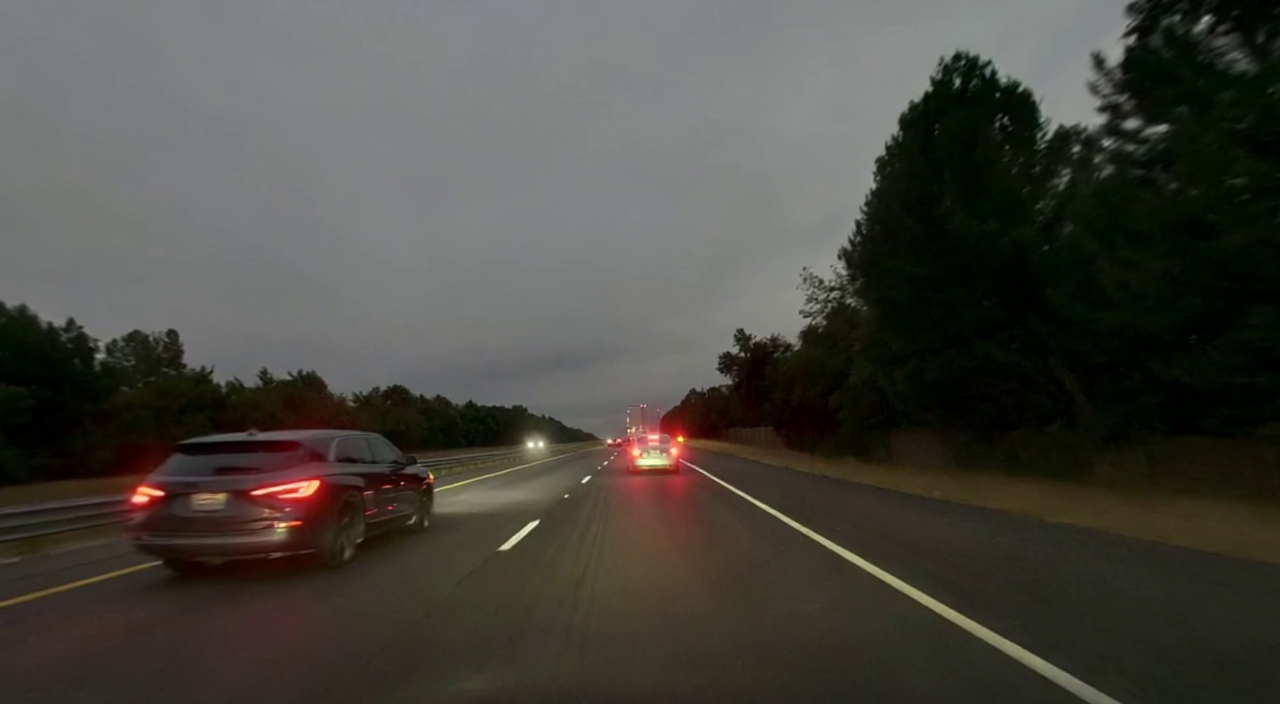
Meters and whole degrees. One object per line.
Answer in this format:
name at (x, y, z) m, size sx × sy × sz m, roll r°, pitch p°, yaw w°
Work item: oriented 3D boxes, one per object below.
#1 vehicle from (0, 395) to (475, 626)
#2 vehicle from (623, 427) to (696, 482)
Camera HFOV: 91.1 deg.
vehicle at (-3.598, 1.453, 6.967) m, size 2.192 × 1.623 × 4.887 m, roll 0°, pitch -8°, yaw 0°
vehicle at (0.523, 3.204, 20.012) m, size 2.072 × 1.534 × 4.300 m, roll 0°, pitch -8°, yaw 0°
